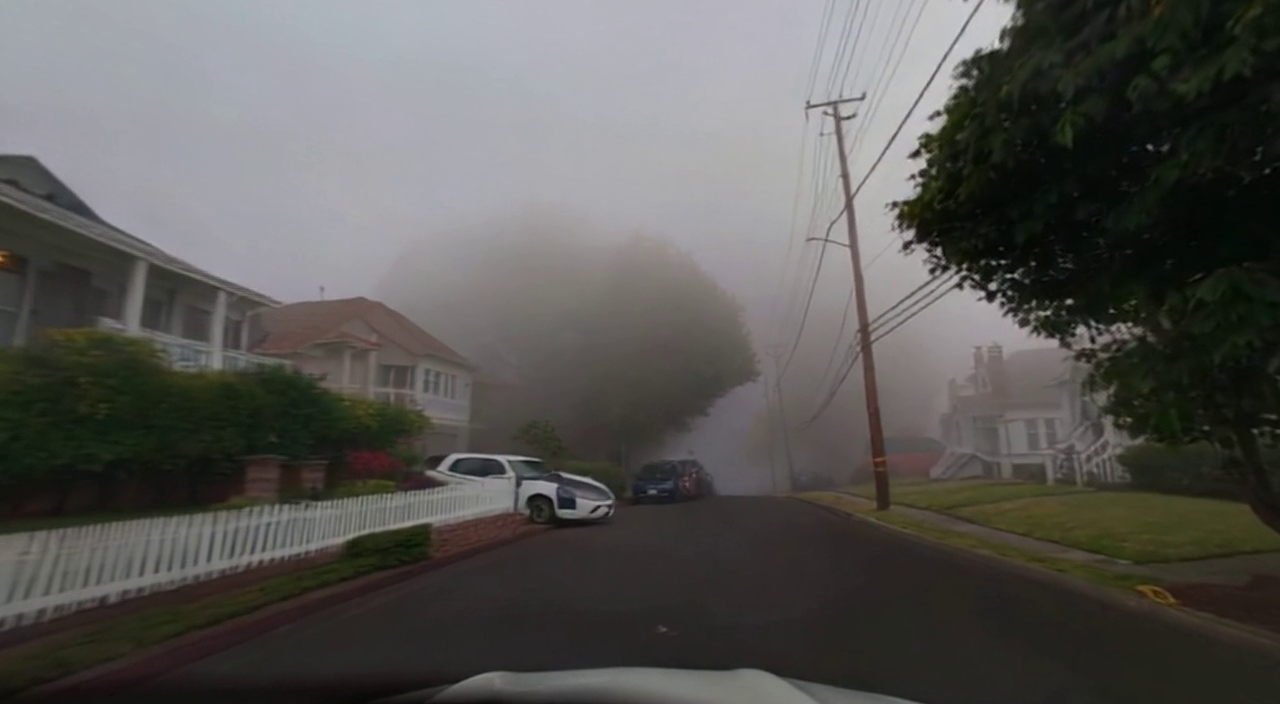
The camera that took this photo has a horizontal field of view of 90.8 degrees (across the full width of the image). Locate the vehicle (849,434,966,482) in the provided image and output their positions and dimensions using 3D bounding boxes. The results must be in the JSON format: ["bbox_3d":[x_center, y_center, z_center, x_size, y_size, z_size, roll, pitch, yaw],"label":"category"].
[{"bbox_3d":[11.463,4.544,27.327,4.249,1.905,1.904,-1,-6,7],"label":"vehicle"}]

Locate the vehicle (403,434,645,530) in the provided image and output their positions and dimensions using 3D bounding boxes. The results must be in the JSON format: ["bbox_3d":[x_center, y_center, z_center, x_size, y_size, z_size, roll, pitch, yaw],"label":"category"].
[{"bbox_3d":[-2.349,2.790,13.806,4.537,1.595,2.471,2,-11,9],"label":"vehicle"}]

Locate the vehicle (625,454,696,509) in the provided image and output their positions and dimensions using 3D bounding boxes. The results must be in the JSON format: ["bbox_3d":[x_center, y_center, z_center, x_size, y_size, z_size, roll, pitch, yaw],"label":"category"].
[{"bbox_3d":[0.818,4.391,21.976,2.081,1.589,4.691,-1,-8,6],"label":"vehicle"}]

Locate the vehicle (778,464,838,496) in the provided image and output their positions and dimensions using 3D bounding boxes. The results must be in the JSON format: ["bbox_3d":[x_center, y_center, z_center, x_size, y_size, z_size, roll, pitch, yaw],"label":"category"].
[{"bbox_3d":[9.317,7.129,34.986,3.005,1.535,4.025,-1,-13,16],"label":"vehicle"}]
